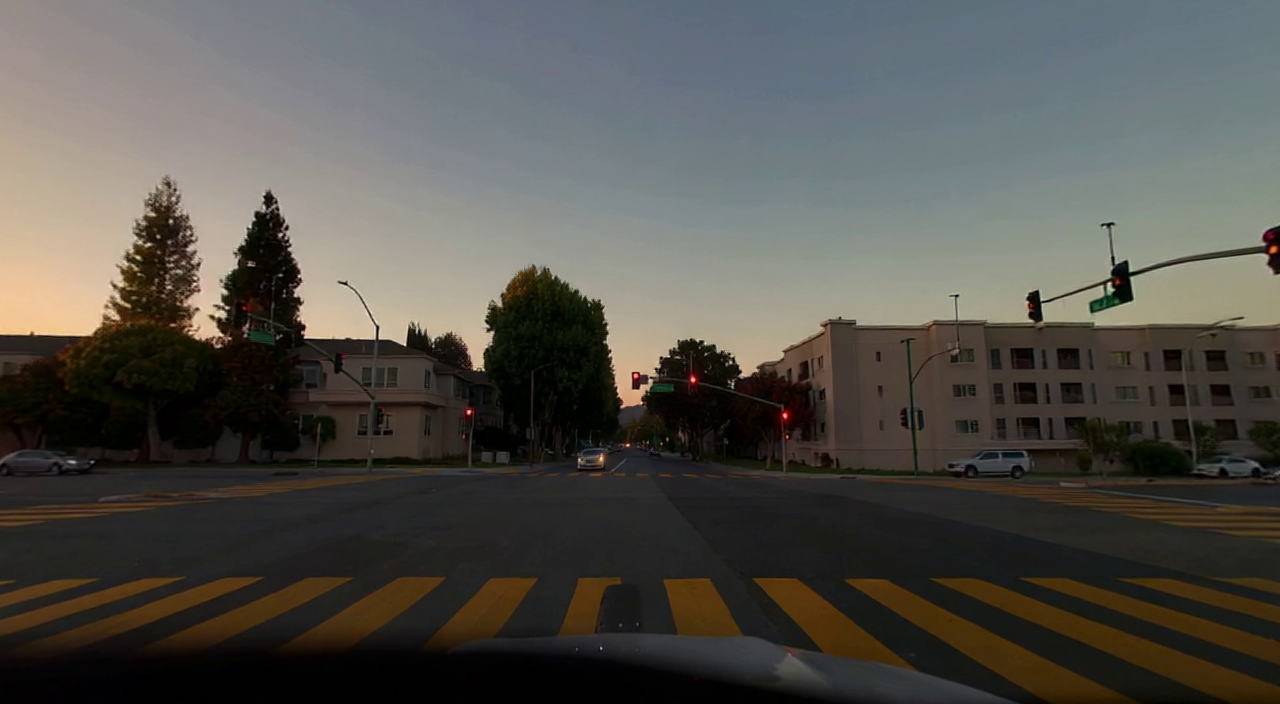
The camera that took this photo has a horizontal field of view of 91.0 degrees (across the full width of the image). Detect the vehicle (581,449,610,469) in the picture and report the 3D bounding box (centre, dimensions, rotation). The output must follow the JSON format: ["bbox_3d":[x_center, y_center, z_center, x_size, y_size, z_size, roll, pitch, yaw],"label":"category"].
[{"bbox_3d":[-3.456,8.359,49.210,1.908,1.441,4.142,0,-8,1],"label":"vehicle"}]

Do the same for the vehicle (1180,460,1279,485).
[{"bbox_3d":[36.212,7.317,38.301,4.976,1.428,1.929,0,-9,-2],"label":"vehicle"}]

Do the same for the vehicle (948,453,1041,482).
[{"bbox_3d":[21.095,6.880,37.586,4.447,1.623,1.801,0,-9,-3],"label":"vehicle"}]

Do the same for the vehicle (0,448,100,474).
[{"bbox_3d":[-35.143,6.420,37.178,4.741,1.447,1.807,0,-9,0],"label":"vehicle"}]
